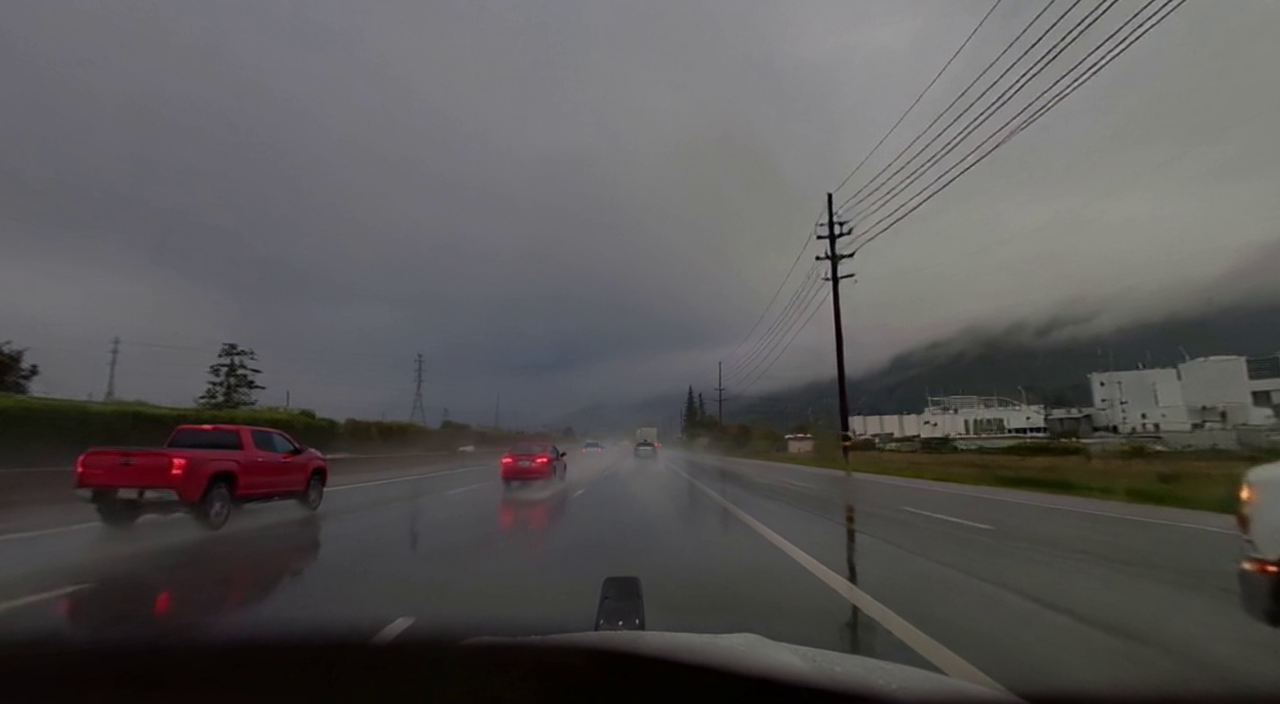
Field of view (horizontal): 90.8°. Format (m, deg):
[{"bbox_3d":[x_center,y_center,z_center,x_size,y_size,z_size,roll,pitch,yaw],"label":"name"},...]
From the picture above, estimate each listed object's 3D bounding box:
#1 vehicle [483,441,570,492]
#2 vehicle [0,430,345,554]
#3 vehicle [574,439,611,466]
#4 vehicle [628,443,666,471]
[{"bbox_3d":[-3.488,3.603,20.218,1.938,1.444,4.206,0,-8,1],"label":"vehicle"},{"bbox_3d":[-6.864,2.068,10.135,1.959,1.496,4.740,0,-8,0],"label":"vehicle"},{"bbox_3d":[-3.249,6.988,44.054,2.244,1.752,4.439,0,-8,1],"label":"vehicle"},{"bbox_3d":[0.386,5.862,35.367,2.030,1.471,4.115,0,-8,1],"label":"vehicle"}]
